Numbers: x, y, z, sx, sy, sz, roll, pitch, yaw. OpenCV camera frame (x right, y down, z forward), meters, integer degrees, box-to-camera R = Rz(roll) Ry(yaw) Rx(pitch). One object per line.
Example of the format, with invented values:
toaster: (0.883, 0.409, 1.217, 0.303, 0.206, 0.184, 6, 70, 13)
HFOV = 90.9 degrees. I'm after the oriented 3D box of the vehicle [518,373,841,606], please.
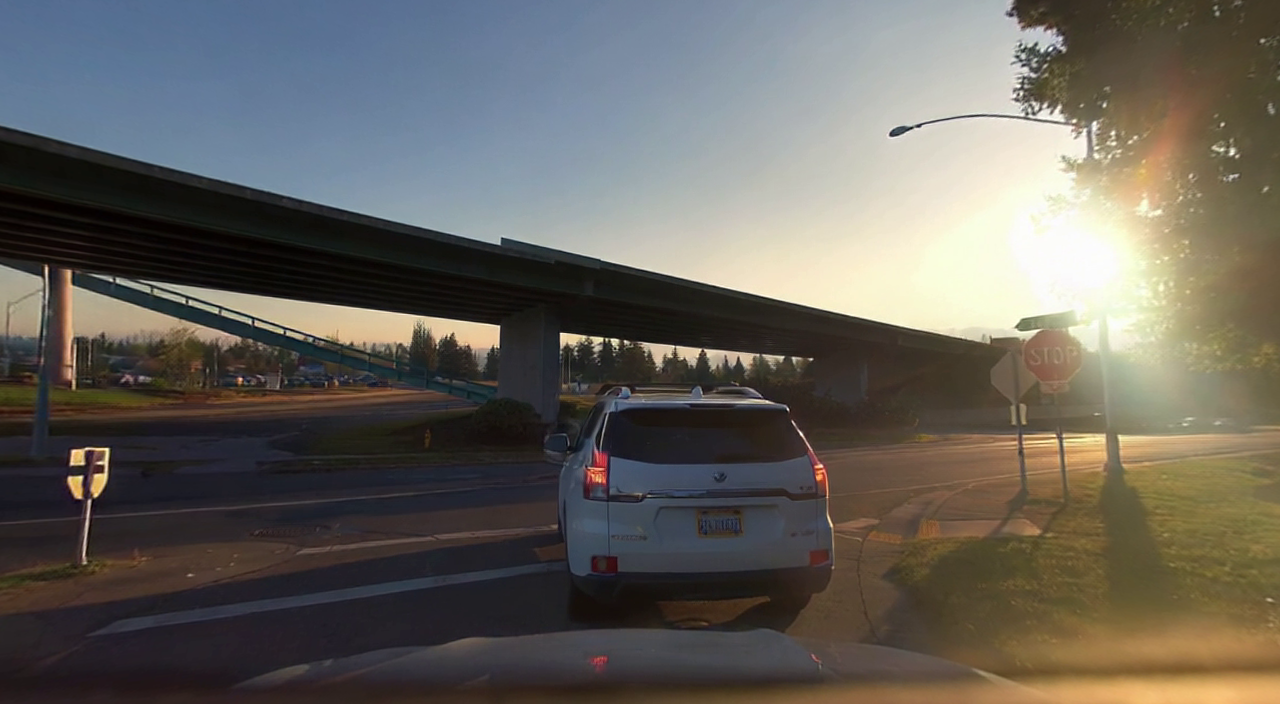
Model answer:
vehicle: (0.313, 1.391, 7.136, 2.494, 1.804, 4.336, 0, -9, 0)
